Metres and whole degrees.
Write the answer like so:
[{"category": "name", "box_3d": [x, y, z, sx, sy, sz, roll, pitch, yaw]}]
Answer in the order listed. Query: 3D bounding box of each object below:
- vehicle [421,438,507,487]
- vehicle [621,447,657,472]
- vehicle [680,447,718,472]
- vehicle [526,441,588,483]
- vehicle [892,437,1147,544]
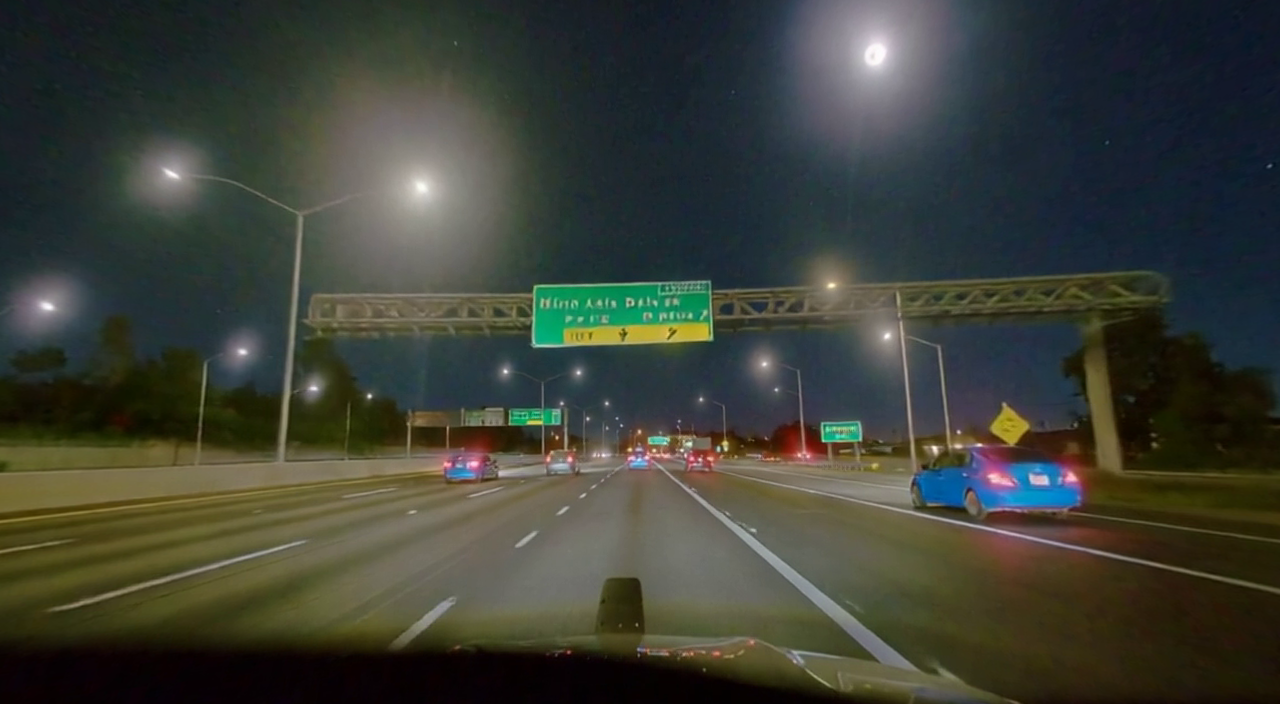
[{"category": "vehicle", "box_3d": [-6.746, 4.281, 24.684, 2.112, 1.721, 4.381, 0, -9, 0]}, {"category": "vehicle", "box_3d": [-0.065, 6.927, 40.679, 2.166, 1.496, 4.158, 0, -9, 0]}, {"category": "vehicle", "box_3d": [3.879, 7.160, 42.118, 2.077, 1.527, 4.553, 0, -9, 0]}, {"category": "vehicle", "box_3d": [-3.580, 4.822, 27.871, 2.091, 1.664, 4.157, 0, -9, 1]}, {"category": "vehicle", "box_3d": [6.651, 2.430, 11.816, 1.981, 1.587, 4.519, 0, -9, 1]}]
